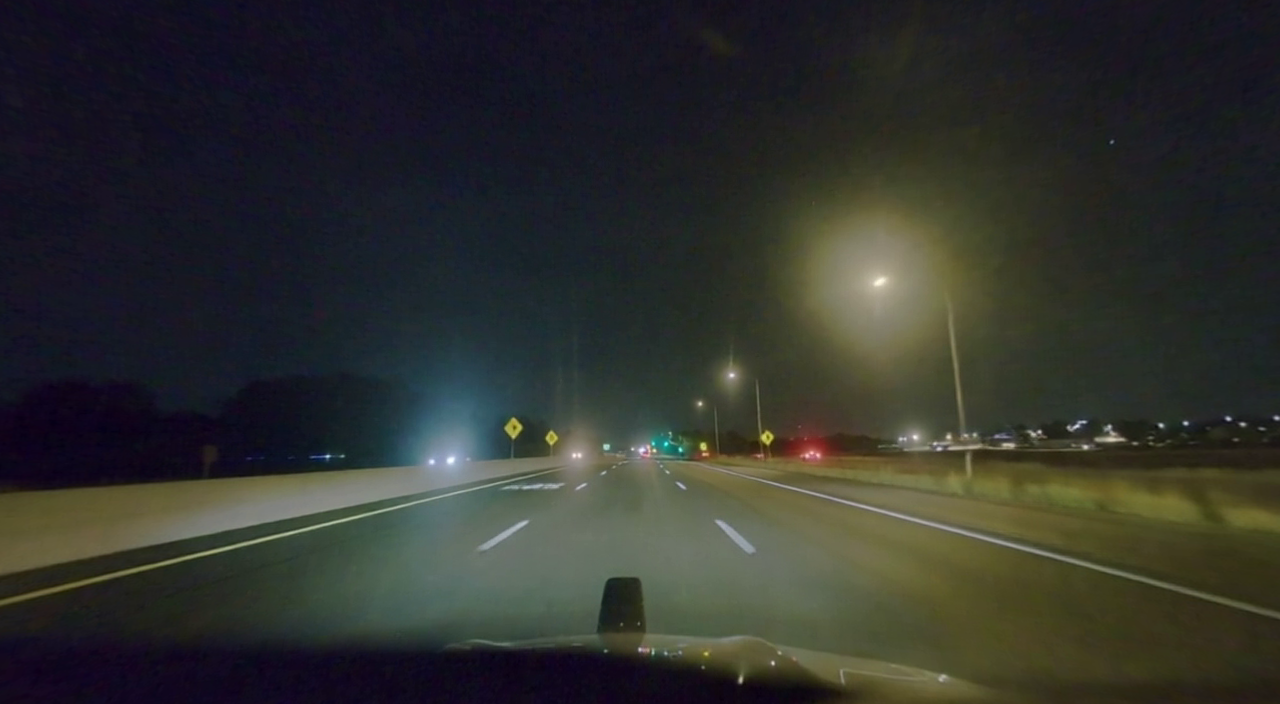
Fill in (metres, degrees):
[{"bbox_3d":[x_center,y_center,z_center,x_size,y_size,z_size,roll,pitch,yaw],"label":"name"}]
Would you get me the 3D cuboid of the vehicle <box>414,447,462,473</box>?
[{"bbox_3d":[-15.477,8.297,48.561,2.051,1.861,4.741,0,-9,1],"label":"vehicle"}]
